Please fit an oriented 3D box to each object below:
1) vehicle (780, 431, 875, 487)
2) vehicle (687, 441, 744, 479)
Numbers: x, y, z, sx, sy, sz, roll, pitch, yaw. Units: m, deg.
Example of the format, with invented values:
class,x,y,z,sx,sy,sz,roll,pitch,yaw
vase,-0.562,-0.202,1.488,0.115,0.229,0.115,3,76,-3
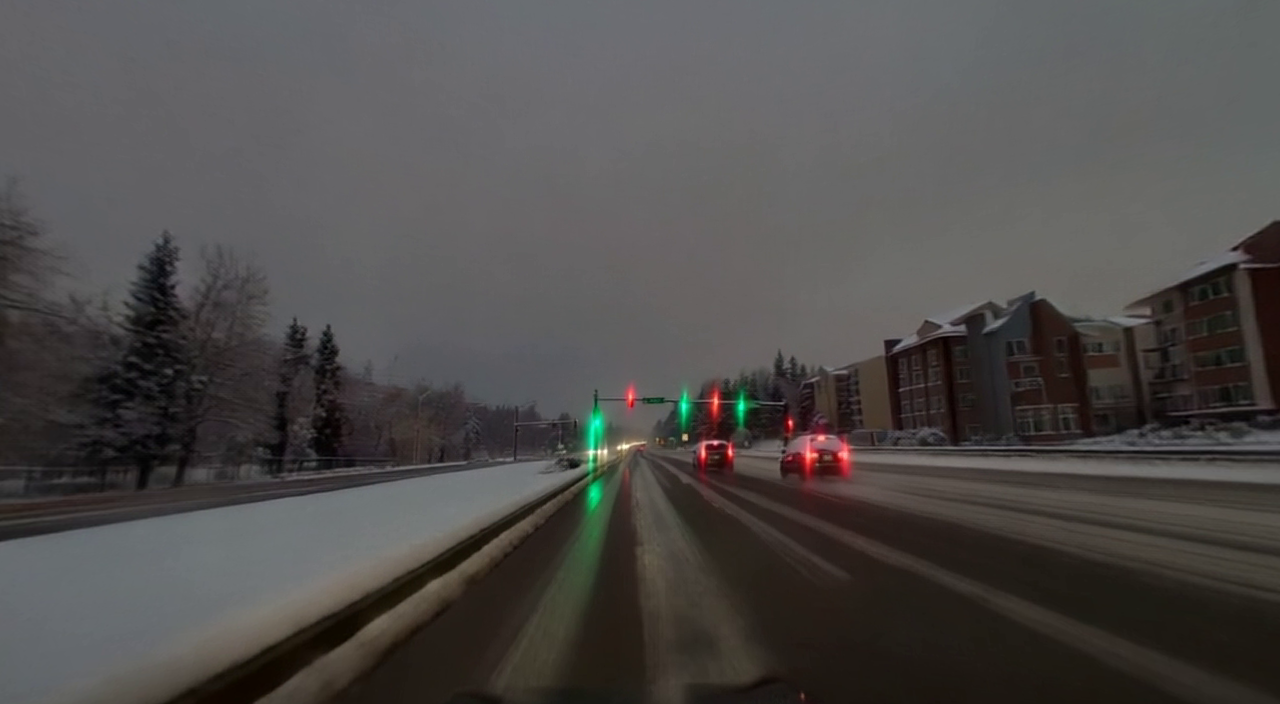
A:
class,x,y,z,sx,sy,sz,roll,pitch,yaw
vehicle,6.586,3.818,22.783,1.946,1.773,4.641,0,-9,-1
vehicle,3.243,4.731,28.031,1.917,1.538,4.259,0,-9,-1
